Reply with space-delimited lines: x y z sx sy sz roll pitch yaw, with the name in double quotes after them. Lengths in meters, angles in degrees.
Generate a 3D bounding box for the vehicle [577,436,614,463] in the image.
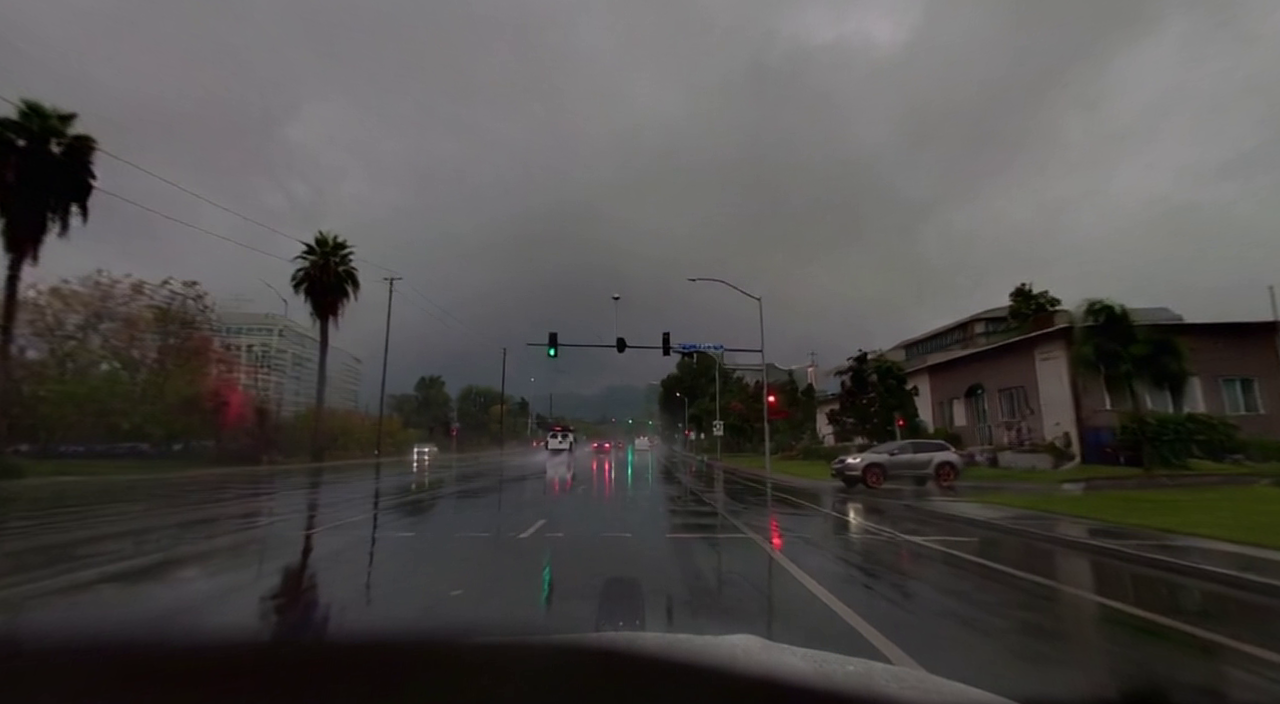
-3.106 6.930 44.961 2.116 1.806 4.516 0 -9 2 "vehicle"

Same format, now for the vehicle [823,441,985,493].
8.405 3.700 20.508 4.509 1.520 1.952 -1 -9 11 "vehicle"
